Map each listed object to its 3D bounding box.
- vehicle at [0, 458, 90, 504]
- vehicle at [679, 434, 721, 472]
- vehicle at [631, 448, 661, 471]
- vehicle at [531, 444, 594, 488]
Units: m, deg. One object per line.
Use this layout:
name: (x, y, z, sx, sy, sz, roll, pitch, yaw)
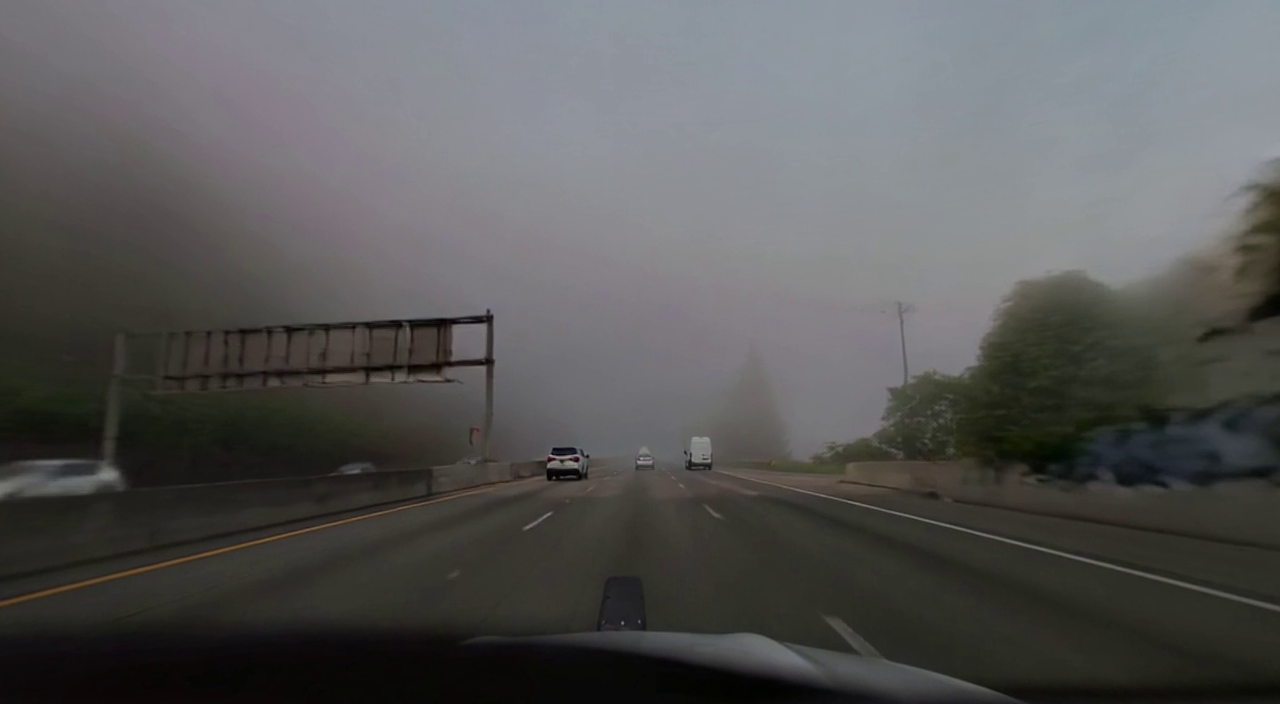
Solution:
vehicle: (-22.041, 4.475, 22.027, 1.778, 1.457, 4.096, 0, -9, 2)
vehicle: (4.334, 7.454, 46.524, 2.469, 2.591, 5.653, 0, -9, 0)
vehicle: (0.455, 8.045, 47.276, 2.108, 1.663, 3.159, 0, -9, 1)
vehicle: (-3.064, 4.628, 25.867, 1.964, 1.618, 4.489, 0, -9, 1)
